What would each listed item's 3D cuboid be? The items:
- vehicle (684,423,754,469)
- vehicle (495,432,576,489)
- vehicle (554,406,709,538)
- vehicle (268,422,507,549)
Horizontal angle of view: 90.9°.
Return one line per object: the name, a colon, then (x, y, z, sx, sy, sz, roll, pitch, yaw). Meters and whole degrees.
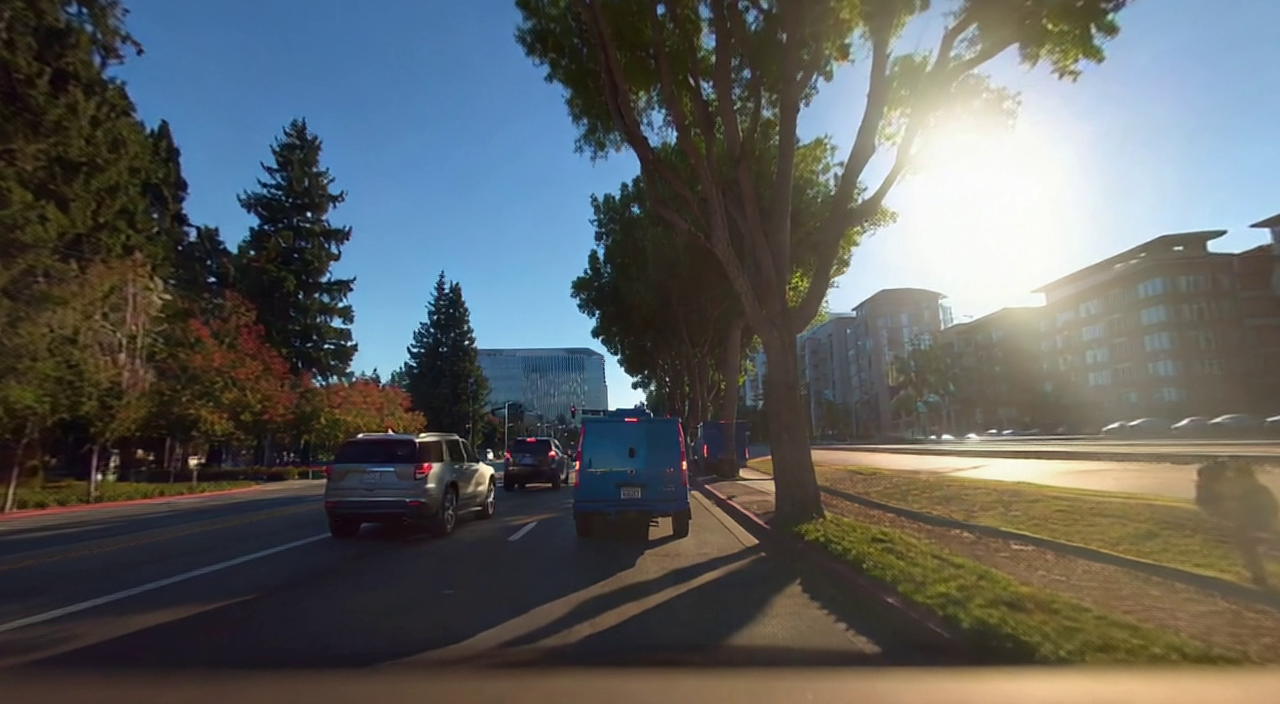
vehicle: (3.796, 4.727, 31.603, 2.655, 2.054, 6.098, 0, -8, 0)
vehicle: (-3.245, 3.461, 20.351, 1.894, 1.642, 3.861, 0, -8, 1)
vehicle: (-0.089, 1.916, 10.562, 2.075, 1.770, 4.018, 0, -8, 1)
vehicle: (-3.740, 2.058, 10.487, 1.959, 1.614, 4.676, 0, -8, 1)
